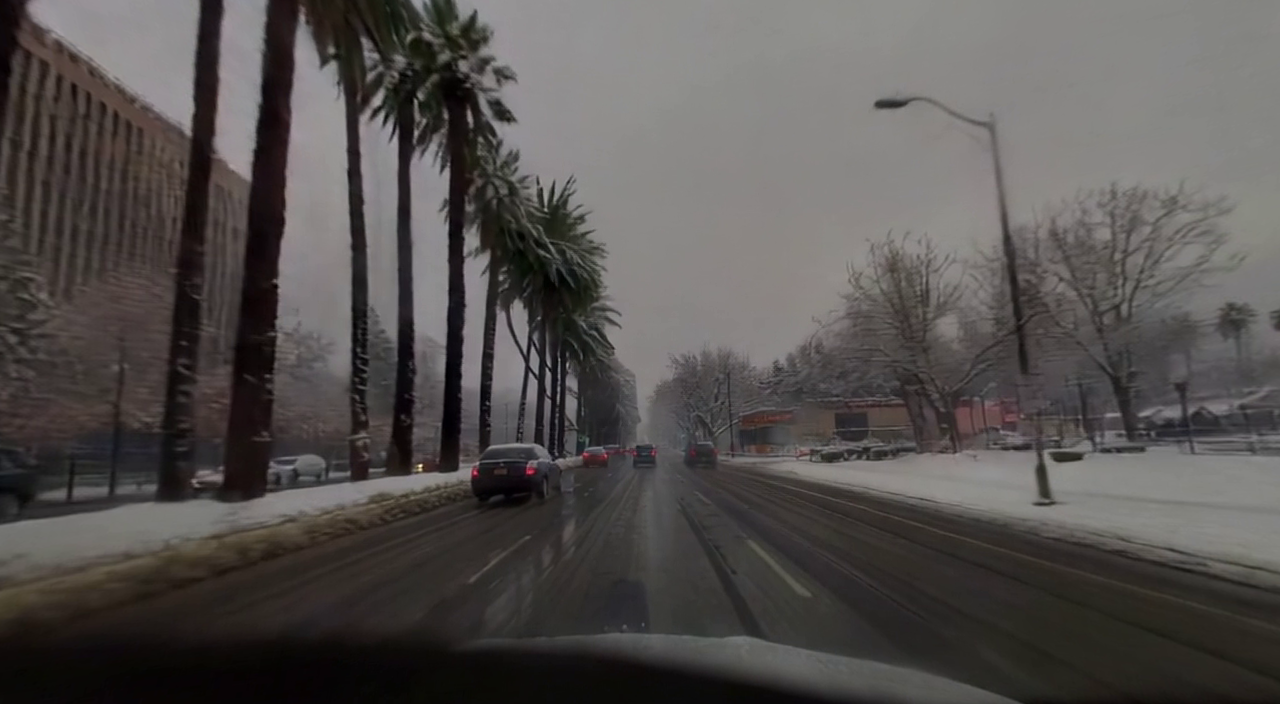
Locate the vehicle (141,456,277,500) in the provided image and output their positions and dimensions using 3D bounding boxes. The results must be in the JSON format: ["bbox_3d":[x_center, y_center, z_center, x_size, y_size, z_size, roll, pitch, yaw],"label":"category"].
[{"bbox_3d":[-17.089,4.986,25.375,1.937,1.480,4.889,-1,-9,1],"label":"vehicle"}]

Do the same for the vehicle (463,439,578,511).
[{"bbox_3d":[-2.758,2.939,15.602,1.908,1.505,4.369,-1,-8,1],"label":"vehicle"}]

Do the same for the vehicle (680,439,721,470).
[{"bbox_3d":[3.745,6.413,39.585,2.108,1.785,4.334,0,-8,0],"label":"vehicle"}]

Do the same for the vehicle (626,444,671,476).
[{"bbox_3d":[0.422,5.527,32.437,2.147,1.507,3.953,0,-8,0],"label":"vehicle"}]

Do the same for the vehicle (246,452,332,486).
[{"bbox_3d":[-20.183,6.726,36.553,2.022,1.754,5.050,-1,-9,1],"label":"vehicle"}]
